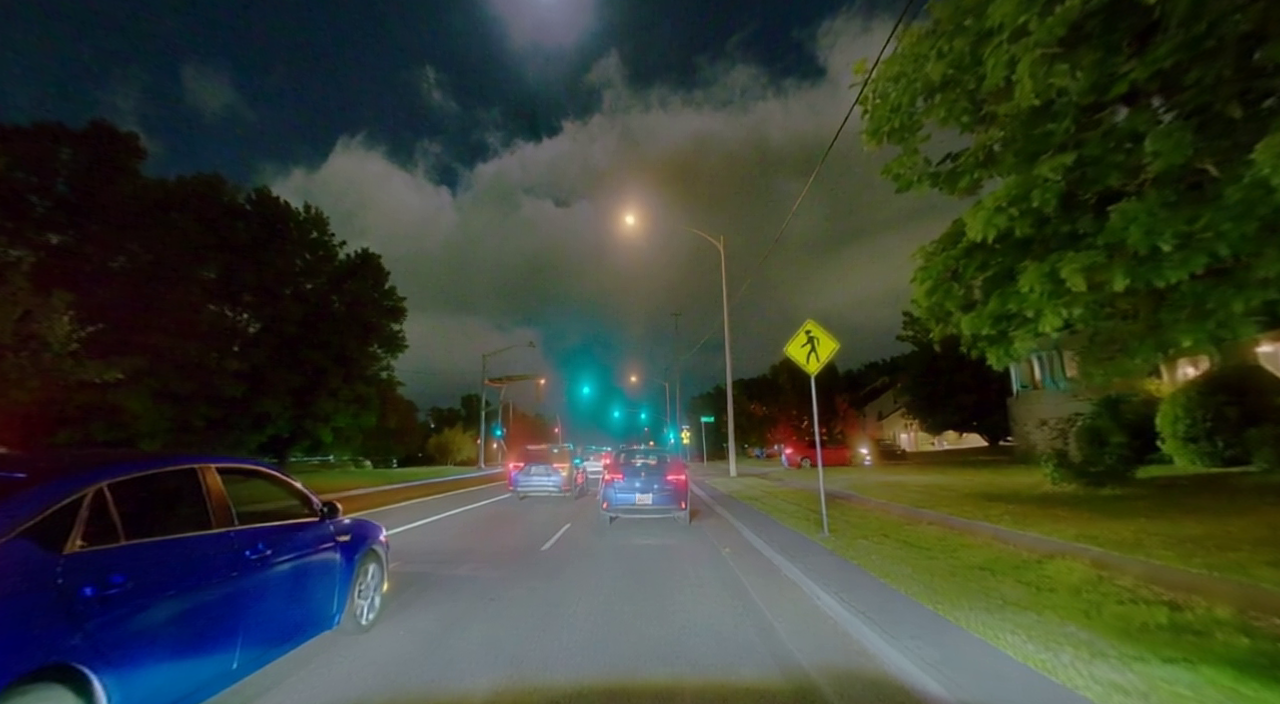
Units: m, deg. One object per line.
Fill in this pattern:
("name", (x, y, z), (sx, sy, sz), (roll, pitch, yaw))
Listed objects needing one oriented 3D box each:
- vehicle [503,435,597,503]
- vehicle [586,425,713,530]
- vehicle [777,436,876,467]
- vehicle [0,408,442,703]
("vehicle", (-2.478, 3.349, 18.508), (2.000, 1.737, 4.133), (-1, -8, 2))
("vehicle", (0.204, 2.398, 12.576), (2.120, 1.718, 3.909), (-1, -8, 2))
("vehicle", (9.523, 5.127, 32.394), (4.456, 1.504, 1.914), (0, -8, 1))
("vehicle", (-2.855, 1.140, 3.375), (1.968, 1.472, 4.685), (-1, -8, 1))
